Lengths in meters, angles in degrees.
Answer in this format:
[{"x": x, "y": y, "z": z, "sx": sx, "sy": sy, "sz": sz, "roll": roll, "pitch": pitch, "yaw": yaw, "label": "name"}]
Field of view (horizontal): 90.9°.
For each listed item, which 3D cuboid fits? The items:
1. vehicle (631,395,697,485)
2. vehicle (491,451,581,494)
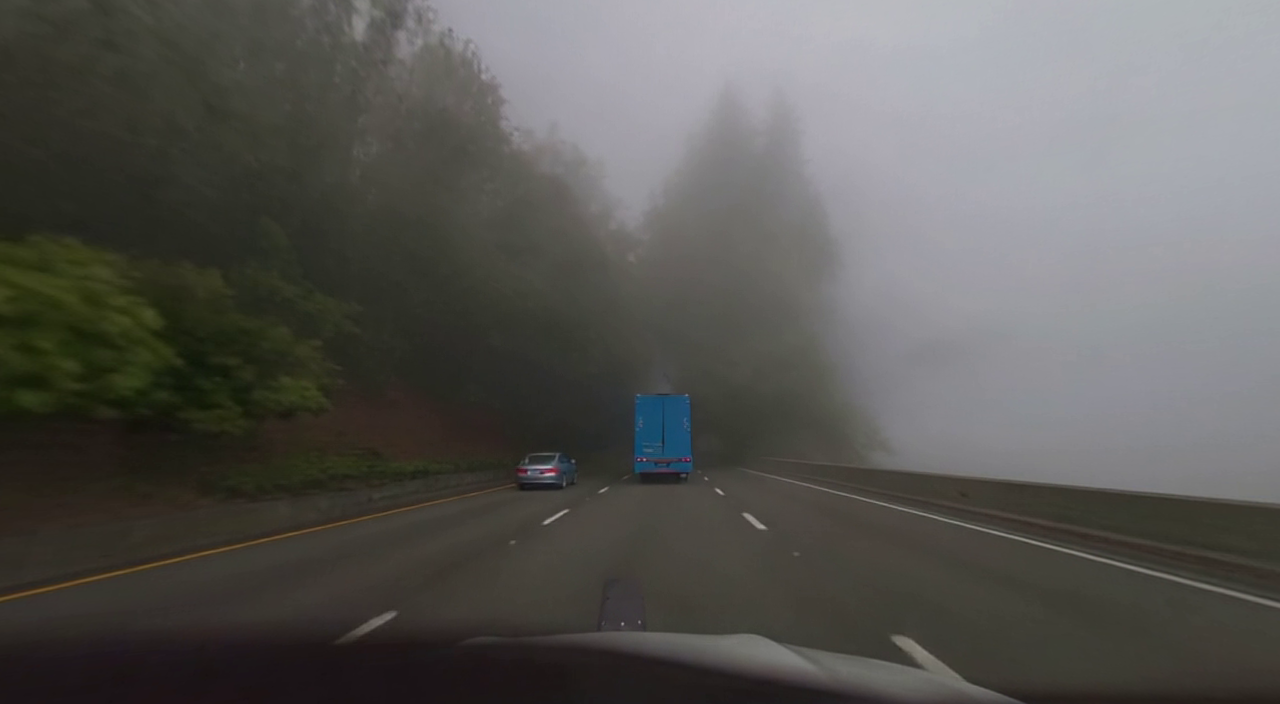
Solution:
[{"x": 1.324, "y": 4.524, "z": 31.835, "sx": 2.821, "sy": 3.878, "sz": 8.925, "roll": -1, "pitch": -9, "yaw": 4, "label": "vehicle"}, {"x": -3.582, "y": 4.277, "z": 22.805, "sx": 2.133, "sy": 1.358, "sz": 4.870, "roll": -1, "pitch": -9, "yaw": 4, "label": "vehicle"}]
